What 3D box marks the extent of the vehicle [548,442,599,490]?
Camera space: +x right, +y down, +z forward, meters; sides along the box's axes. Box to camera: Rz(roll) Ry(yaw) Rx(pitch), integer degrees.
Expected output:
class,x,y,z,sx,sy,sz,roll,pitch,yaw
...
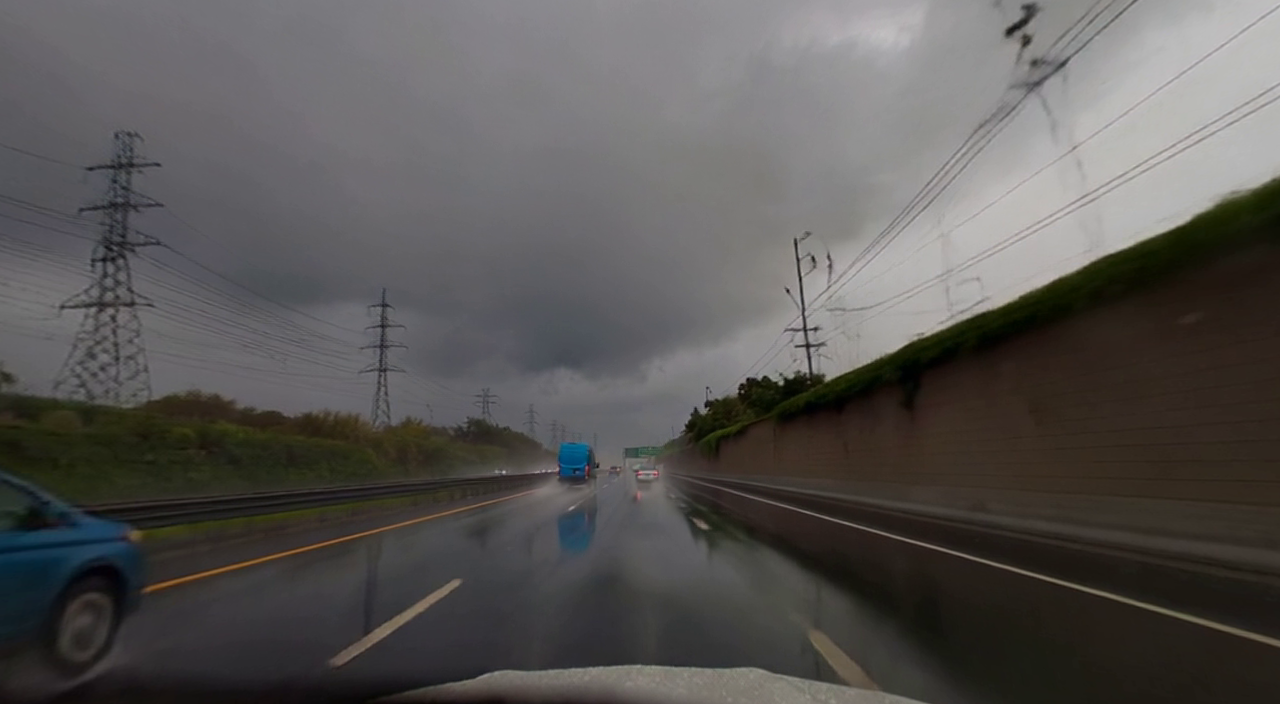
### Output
class,x,y,z,sx,sy,sz,roll,pitch,yaw
vehicle,-3.909,7.008,38.612,2.394,2.609,6.875,1,-11,0

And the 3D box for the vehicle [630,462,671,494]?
class,x,y,z,sx,sy,sz,roll,pitch,yaw
vehicle,0.521,6.587,33.028,2.006,1.554,3.863,1,-11,0

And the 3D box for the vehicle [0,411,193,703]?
class,x,y,z,sx,sy,sz,roll,pitch,yaw
vehicle,-4.343,0.902,2.302,2.023,1.541,4.543,1,-11,0
